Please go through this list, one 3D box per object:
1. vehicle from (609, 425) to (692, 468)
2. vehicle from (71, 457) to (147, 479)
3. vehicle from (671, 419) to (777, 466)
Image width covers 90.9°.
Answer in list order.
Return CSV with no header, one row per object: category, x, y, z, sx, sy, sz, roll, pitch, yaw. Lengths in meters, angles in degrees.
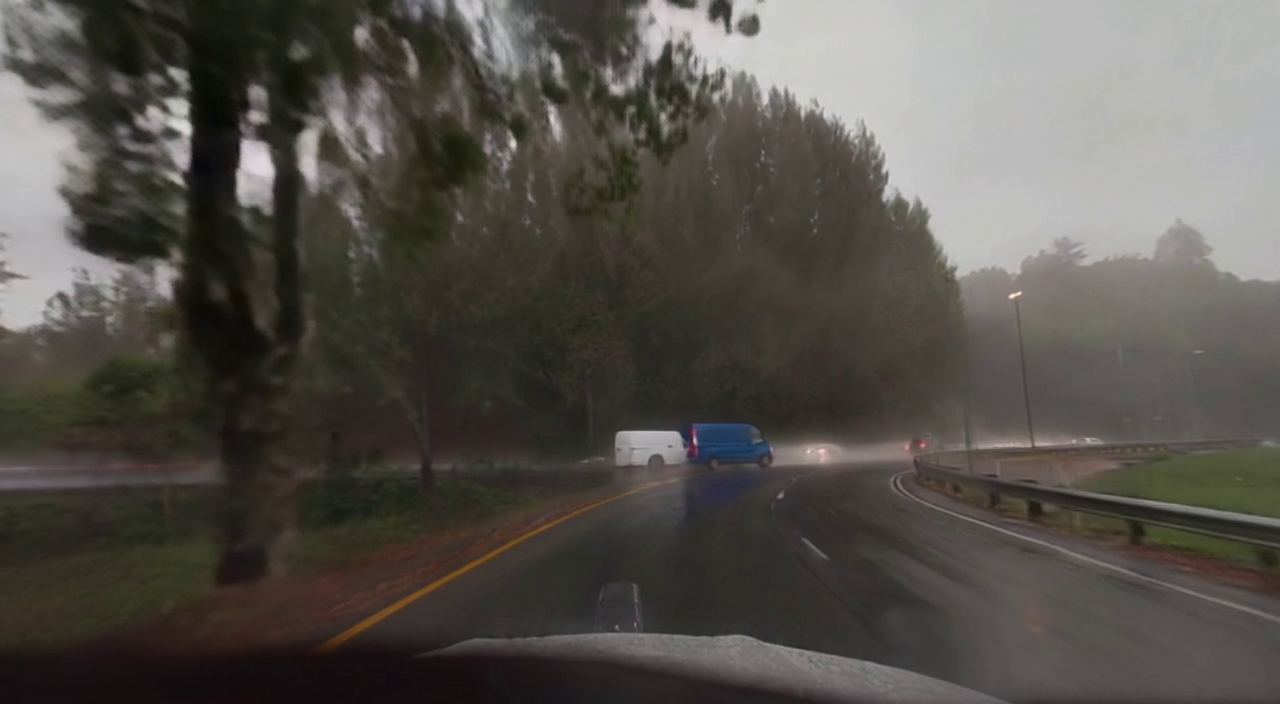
vehicle,0.679,5.915,39.623,4.784,2.535,2.203,5,-9,-31
vehicle,-36.903,8.052,43.908,3.700,1.388,1.788,4,-9,-29
vehicle,5.754,6.080,42.730,7.155,2.942,2.420,5,-9,-31
